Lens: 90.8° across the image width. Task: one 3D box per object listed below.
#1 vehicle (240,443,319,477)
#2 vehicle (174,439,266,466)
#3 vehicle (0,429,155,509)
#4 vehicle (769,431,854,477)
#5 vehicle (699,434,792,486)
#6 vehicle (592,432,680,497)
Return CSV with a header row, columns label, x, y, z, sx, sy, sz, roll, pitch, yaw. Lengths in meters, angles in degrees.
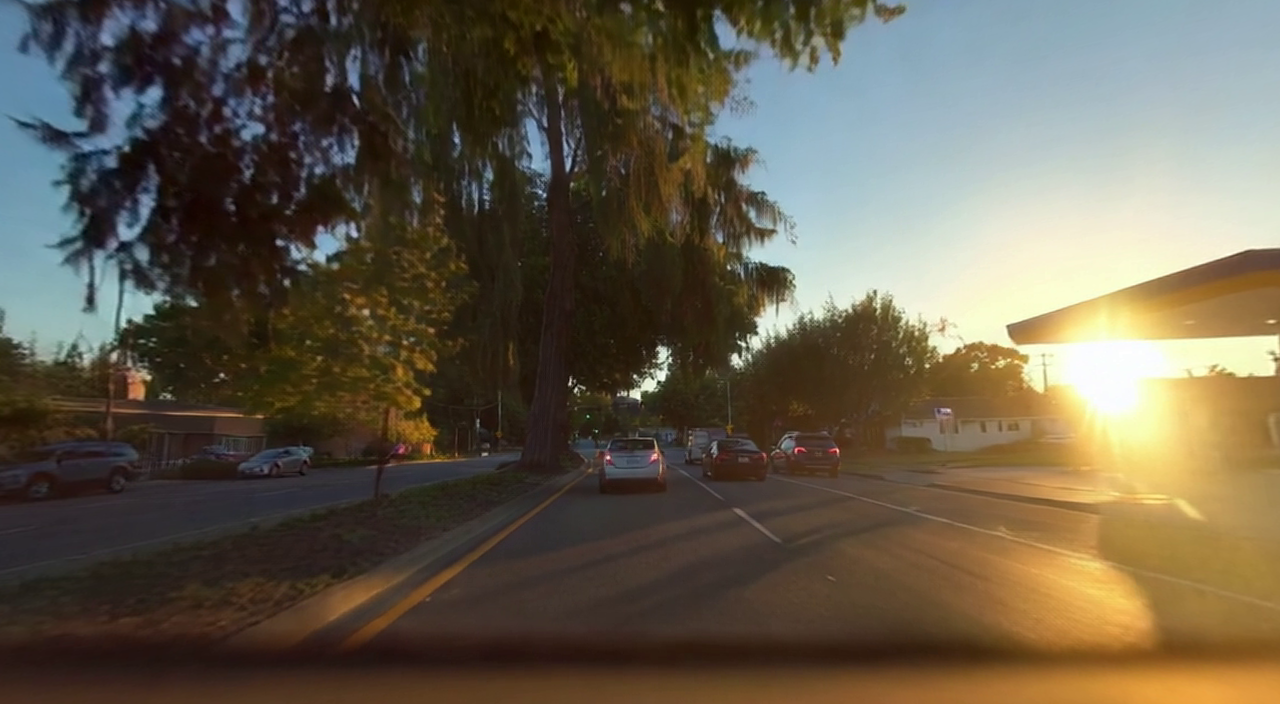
label,x,y,z,sx,sy,sz,roll,pitch,yaw
vehicle,-19.362,5.812,34.146,1.903,1.706,3.994,0,-8,0
vehicle,-28.216,6.754,42.520,4.699,1.775,2.007,0,-8,1
vehicle,-18.988,3.679,20.663,2.222,2.141,5.390,-1,-6,-4
vehicle,7.056,4.262,26.582,2.117,1.757,4.969,0,-8,-1
vehicle,3.272,3.473,20.613,2.124,1.476,4.730,0,-8,-1
vehicle,-0.071,2.897,16.608,2.052,1.488,3.779,0,-8,1
